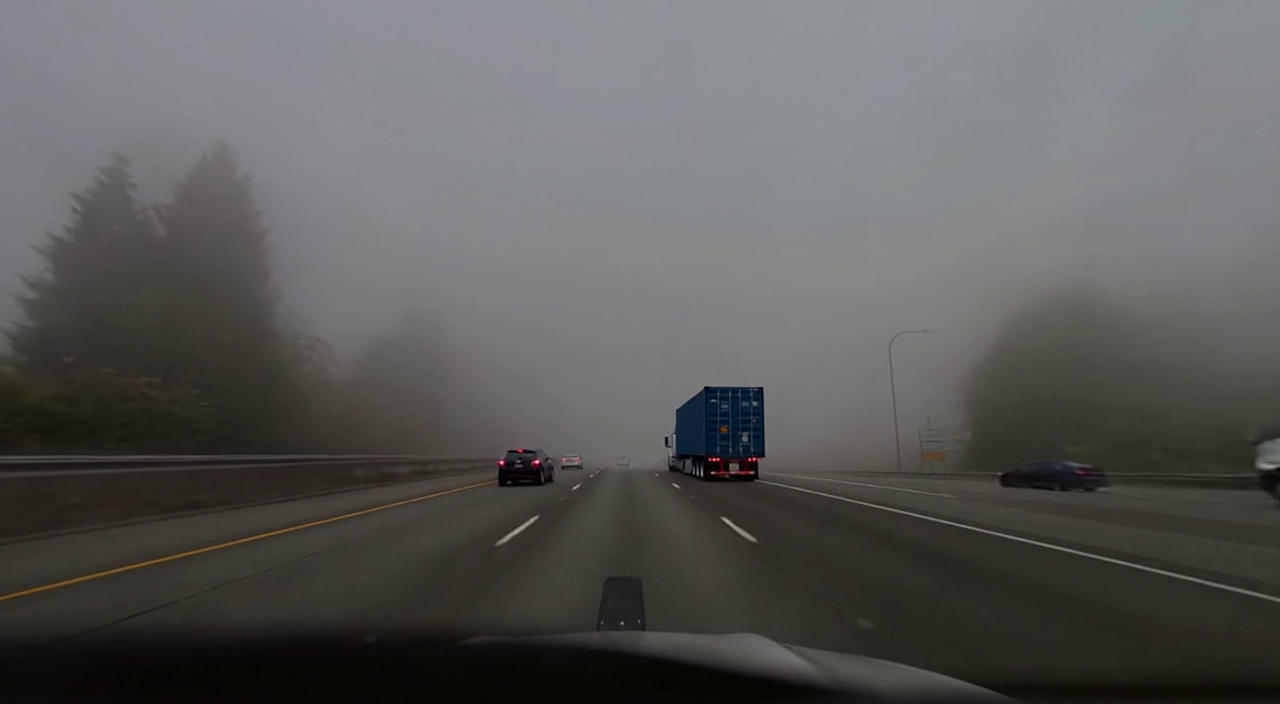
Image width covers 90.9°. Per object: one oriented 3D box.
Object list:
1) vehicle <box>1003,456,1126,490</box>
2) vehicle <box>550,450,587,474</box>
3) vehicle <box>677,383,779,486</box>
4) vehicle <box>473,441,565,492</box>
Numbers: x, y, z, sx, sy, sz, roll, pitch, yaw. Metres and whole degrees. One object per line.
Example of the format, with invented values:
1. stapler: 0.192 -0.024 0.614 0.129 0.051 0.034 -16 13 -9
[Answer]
1. vehicle: 19.974 5.684 29.970 1.989 1.430 4.811 1 -9 -10
2. vehicle: -4.718 7.273 41.816 2.063 1.532 3.763 0 -9 -1
3. vehicle: 3.819 4.233 31.282 2.821 4.046 12.876 0 -9 -2
4. vehicle: -4.261 4.154 23.184 2.370 1.647 5.091 0 -9 0
